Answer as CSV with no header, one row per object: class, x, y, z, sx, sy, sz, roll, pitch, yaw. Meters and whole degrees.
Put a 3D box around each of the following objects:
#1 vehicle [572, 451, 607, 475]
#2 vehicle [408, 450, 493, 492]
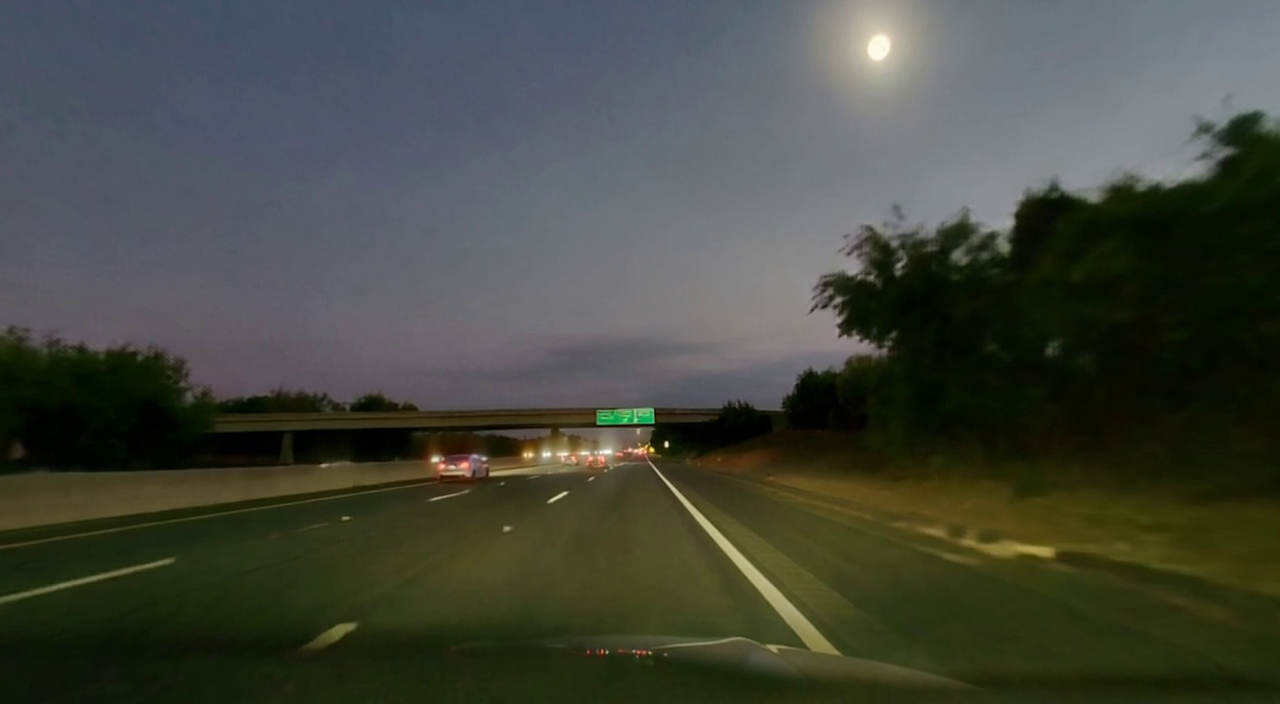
vehicle,-3.572,7.918,45.224,2.102,1.571,4.666,0,-9,0
vehicle,-7.567,4.780,25.683,2.002,1.507,4.631,0,-9,1
